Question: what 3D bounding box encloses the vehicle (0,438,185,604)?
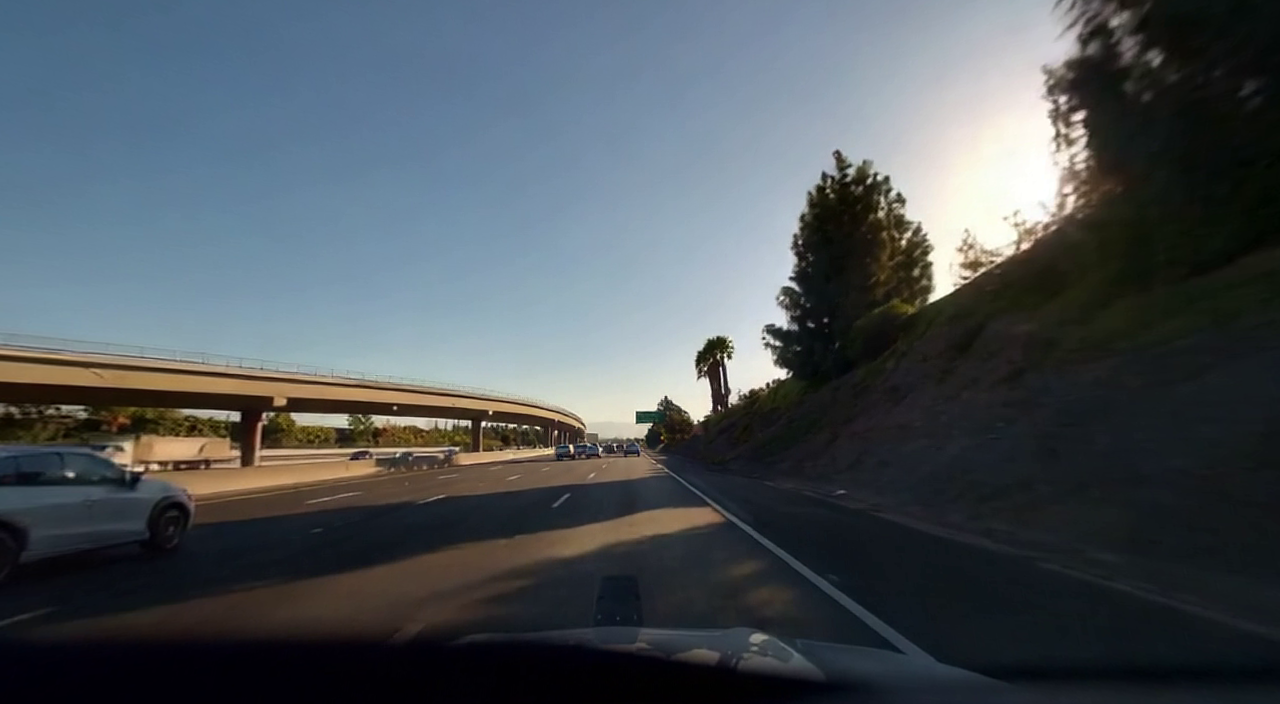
[{"bbox_3d":[-6.836,1.587,5.973,1.914,1.503,4.268,-1,-8,-1],"label":"vehicle"}]
